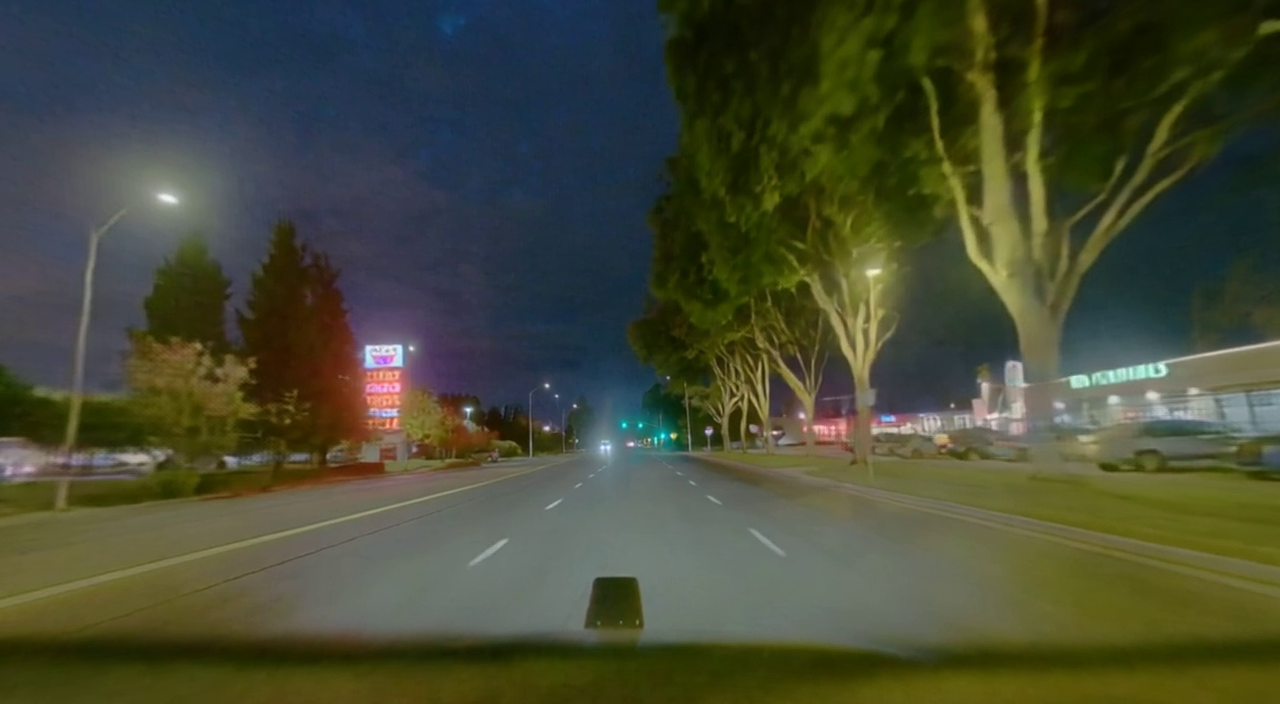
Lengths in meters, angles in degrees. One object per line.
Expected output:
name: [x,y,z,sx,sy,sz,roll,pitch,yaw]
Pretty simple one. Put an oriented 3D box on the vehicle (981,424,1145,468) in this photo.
vehicle: [15.948,3.562,24.046,4.544,1.541,2.292,-1,-8,0]
